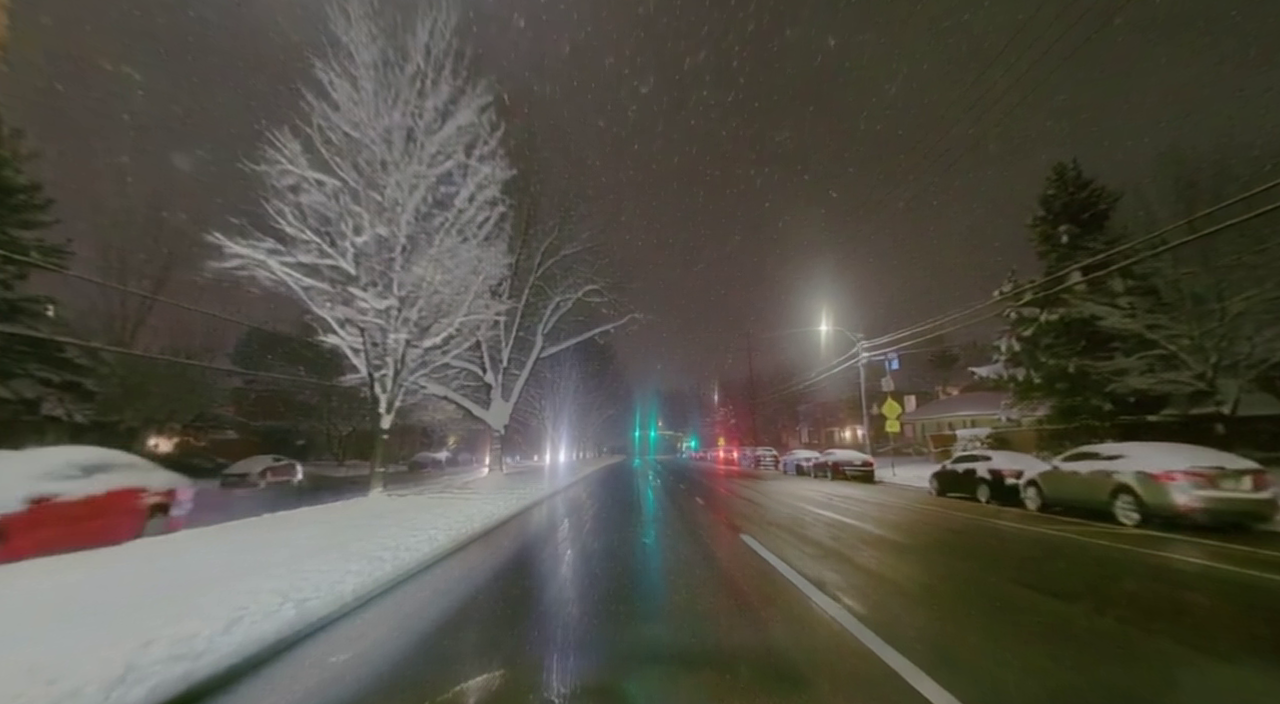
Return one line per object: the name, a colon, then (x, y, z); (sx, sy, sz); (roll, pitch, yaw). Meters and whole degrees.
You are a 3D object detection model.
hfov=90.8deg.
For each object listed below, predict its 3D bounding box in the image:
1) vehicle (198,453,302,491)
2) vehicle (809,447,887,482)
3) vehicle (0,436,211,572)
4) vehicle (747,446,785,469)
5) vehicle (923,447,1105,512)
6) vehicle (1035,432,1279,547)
vehicle: (-18.452, 5.671, 30.227); (1.885, 1.553, 4.864); (-1, -8, 0)
vehicle: (9.601, 5.219, 29.590); (1.899, 1.475, 4.572); (0, -8, -2)
vehicle: (-8.024, 1.844, 7.992); (1.913, 1.485, 4.624); (-1, -8, 0)
vehicle: (9.581, 8.029, 48.344); (1.885, 1.685, 4.430); (0, -8, -2)
vehicle: (9.633, 3.278, 16.818); (1.961, 1.456, 4.493); (0, -8, -2)
vehicle: (9.794, 2.410, 11.825); (1.882, 1.702, 4.346); (0, -8, -1)
